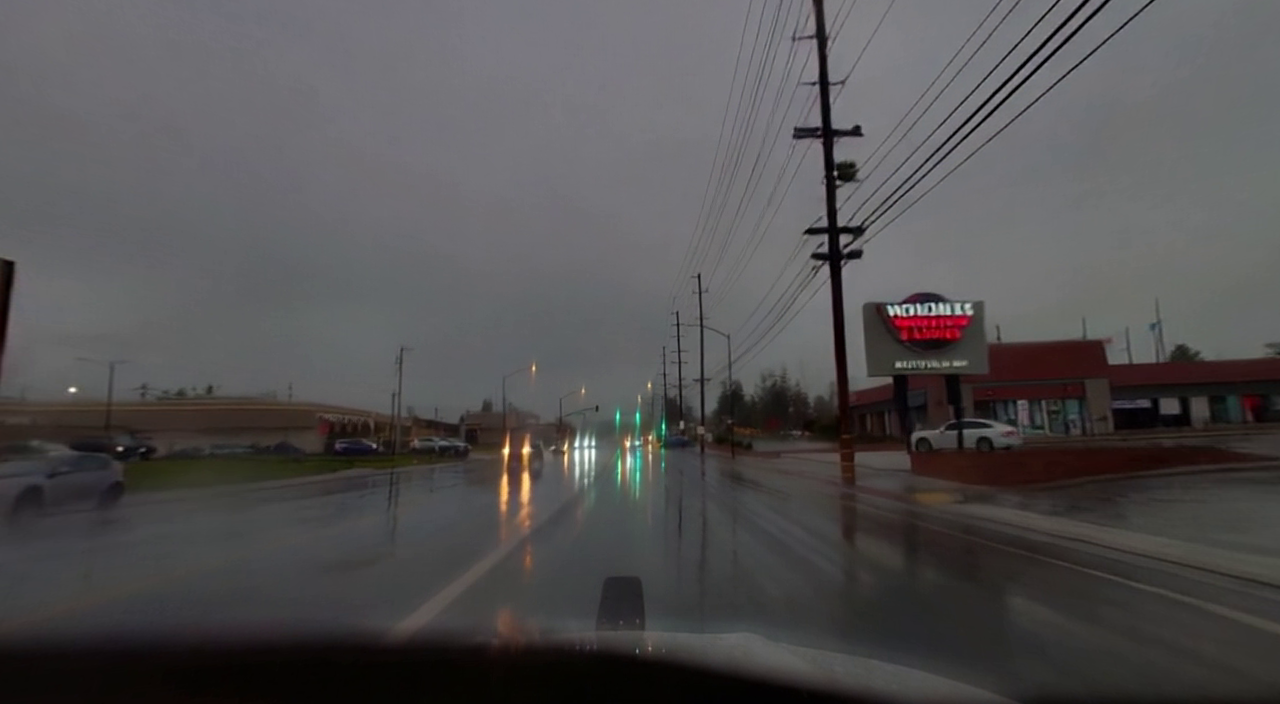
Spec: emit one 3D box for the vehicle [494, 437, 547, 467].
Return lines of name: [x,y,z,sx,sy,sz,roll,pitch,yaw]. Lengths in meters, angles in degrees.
vehicle: [-6.490,5.485,34.794,1.987,1.515,4.789,0,-8,0]

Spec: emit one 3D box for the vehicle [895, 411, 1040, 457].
vehicle: [13.527,3.421,26.301,4.836,1.750,2.079,0,-8,-1]

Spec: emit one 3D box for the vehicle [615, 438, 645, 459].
vehicle: [-0.703,7.130,46.878,2.097,1.472,4.544,0,-8,0]

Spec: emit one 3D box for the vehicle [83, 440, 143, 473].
vehicle: [-27.791,5.467,33.424,2.002,1.592,4.739,7,-10,-36]

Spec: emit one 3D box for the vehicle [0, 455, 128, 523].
vehicle: [-14.825,3.216,15.060,1.753,1.401,4.223,0,-8,-1]
